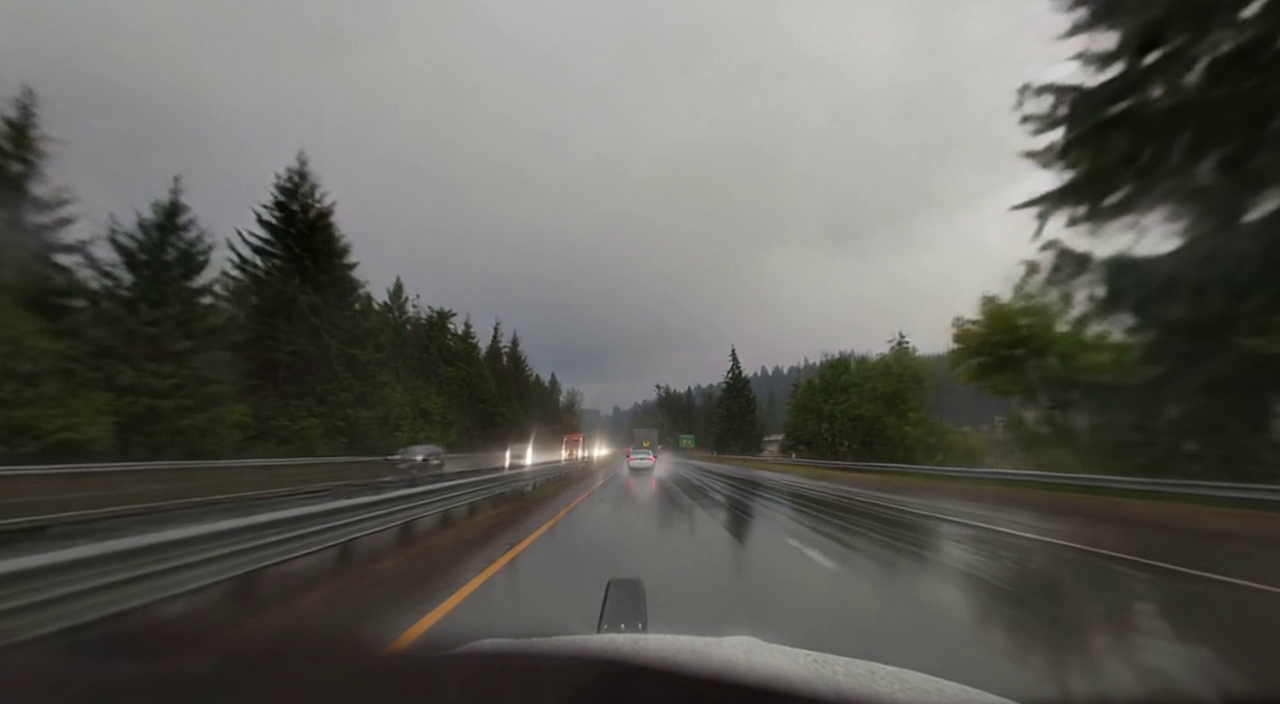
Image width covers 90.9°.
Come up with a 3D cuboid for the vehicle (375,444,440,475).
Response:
[{"bbox_3d":[-13.109,6.066,35.802,2.004,1.649,4.435,0,-9,0],"label":"vehicle"}]

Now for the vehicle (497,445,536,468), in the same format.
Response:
[{"bbox_3d":[-9.201,7.844,47.463,2.061,1.622,4.452,0,-9,0],"label":"vehicle"}]

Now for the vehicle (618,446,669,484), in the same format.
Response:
[{"bbox_3d":[0.101,4.982,28.073,2.114,1.523,4.012,0,-9,-1],"label":"vehicle"}]
